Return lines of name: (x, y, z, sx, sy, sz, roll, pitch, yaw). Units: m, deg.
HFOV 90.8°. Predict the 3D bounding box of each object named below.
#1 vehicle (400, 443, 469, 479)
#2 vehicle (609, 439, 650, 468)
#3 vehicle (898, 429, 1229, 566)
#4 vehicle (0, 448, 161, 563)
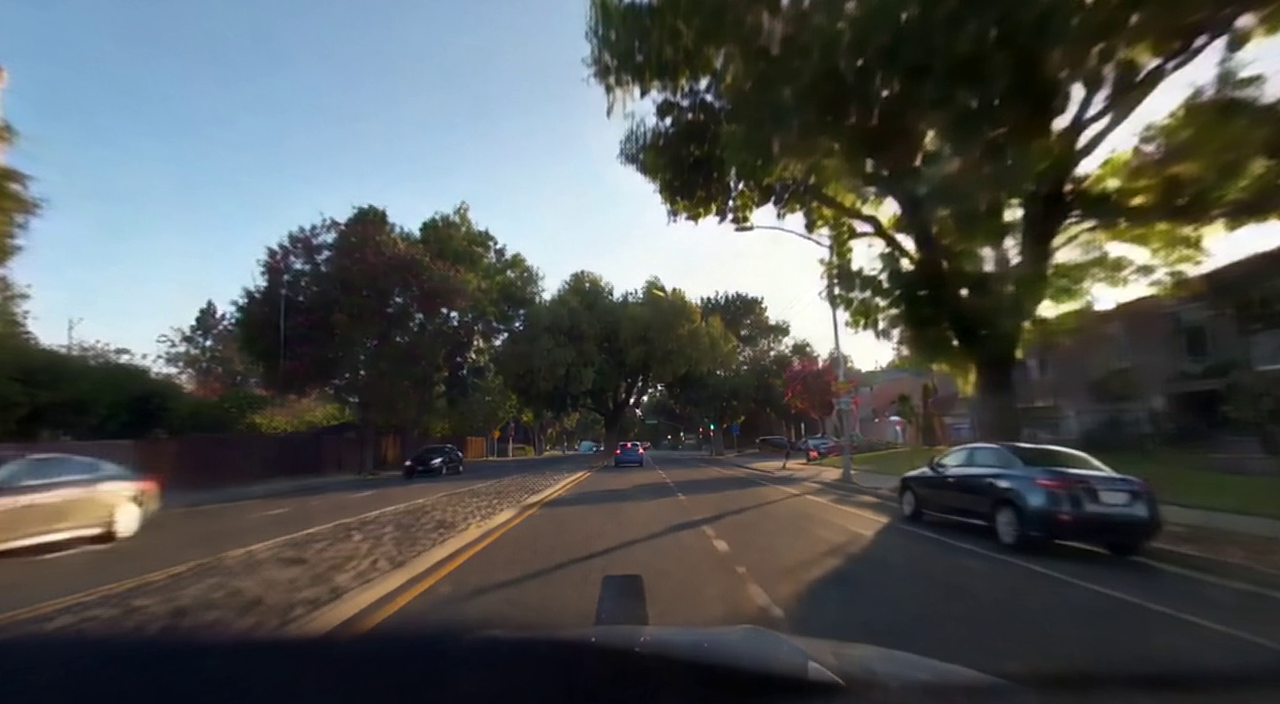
vehicle: (-9.969, 5.316, 31.043, 1.945, 1.629, 4.197, 0, -9, 0)
vehicle: (-0.585, 5.545, 34.501, 2.104, 1.462, 3.991, 0, -9, -1)
vehicle: (5.767, 1.999, 9.427, 1.926, 1.555, 4.106, 0, -9, -3)
vehicle: (-9.718, 2.203, 9.289, 1.992, 1.547, 4.292, 0, -9, 0)
